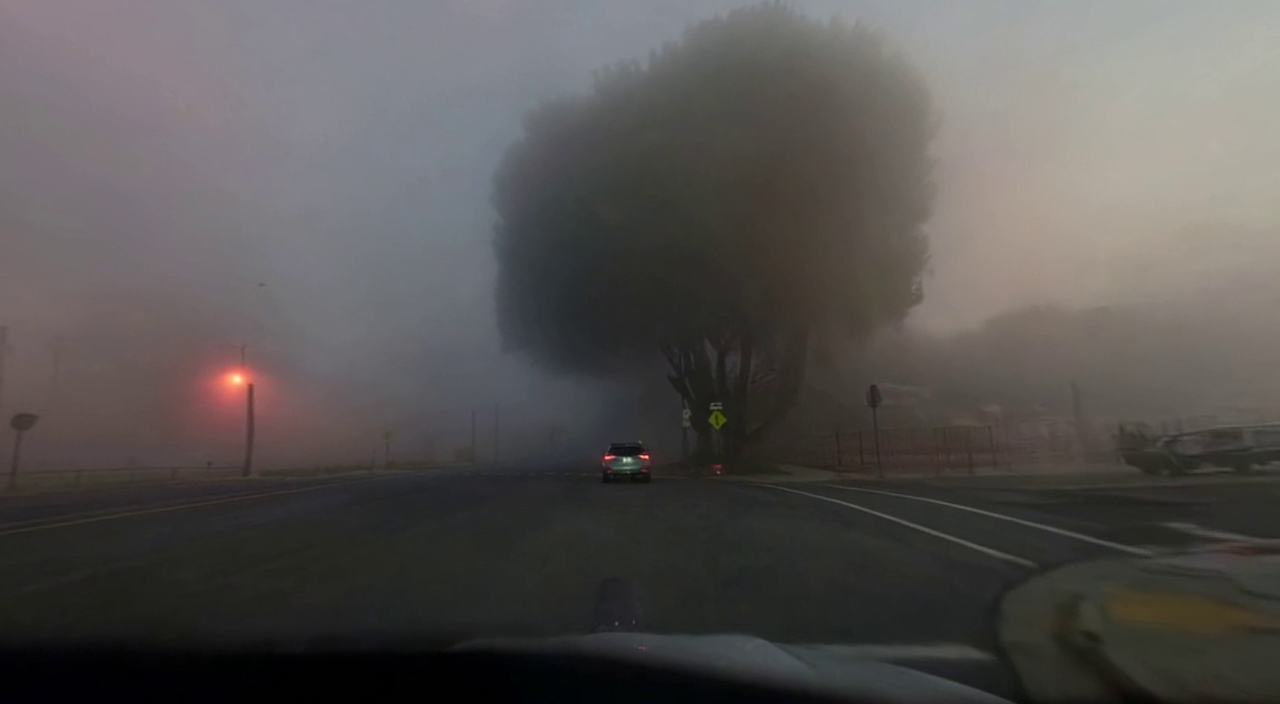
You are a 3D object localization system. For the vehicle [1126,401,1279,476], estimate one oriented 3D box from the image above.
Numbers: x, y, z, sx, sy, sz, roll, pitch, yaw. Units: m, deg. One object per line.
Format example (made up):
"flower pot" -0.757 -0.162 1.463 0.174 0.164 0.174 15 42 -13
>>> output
"vehicle" 18.592 2.705 19.791 4.747 2.178 2.336 0 -9 -3

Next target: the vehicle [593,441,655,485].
"vehicle" -0.573 4.077 23.526 2.076 1.486 4.119 0 -8 -1
